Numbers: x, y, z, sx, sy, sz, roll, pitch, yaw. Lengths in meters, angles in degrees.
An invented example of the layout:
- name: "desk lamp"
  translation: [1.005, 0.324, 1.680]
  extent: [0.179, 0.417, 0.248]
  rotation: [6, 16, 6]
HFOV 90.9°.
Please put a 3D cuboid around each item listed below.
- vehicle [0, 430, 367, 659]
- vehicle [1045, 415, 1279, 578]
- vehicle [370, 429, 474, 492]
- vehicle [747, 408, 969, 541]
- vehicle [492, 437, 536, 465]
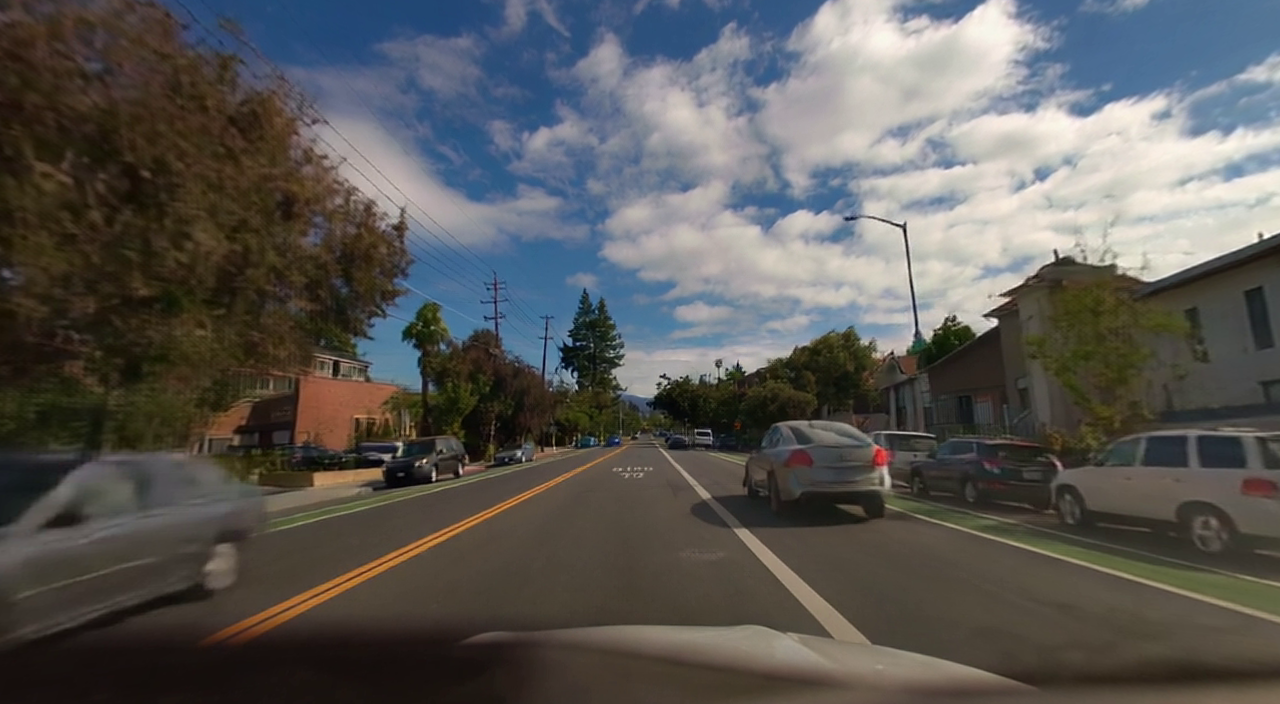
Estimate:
- name: "vehicle"
  translation: [-4.666, 1.609, 6.288]
  extent: [2.128, 1.510, 3.898]
  rotation: [-2, -8, 1]
- name: "vehicle"
  translation: [7.947, 1.827, 8.636]
  extent: [1.879, 1.765, 4.339]
  rotation: [0, -8, 0]
- name: "vehicle"
  translation: [-8.849, 4.377, 26.193]
  extent: [2.419, 2.087, 5.334]
  rotation: [-3, -6, 0]
- name: "vehicle"
  translation: [3.242, 1.928, 10.579]
  extent: [2.004, 1.704, 4.573]
  rotation: [0, -8, -1]
- name: "vehicle"
  translation: [-8.814, 6.921, 44.449]
  extent: [2.228, 1.825, 4.522]
  rotation: [0, -8, 0]
